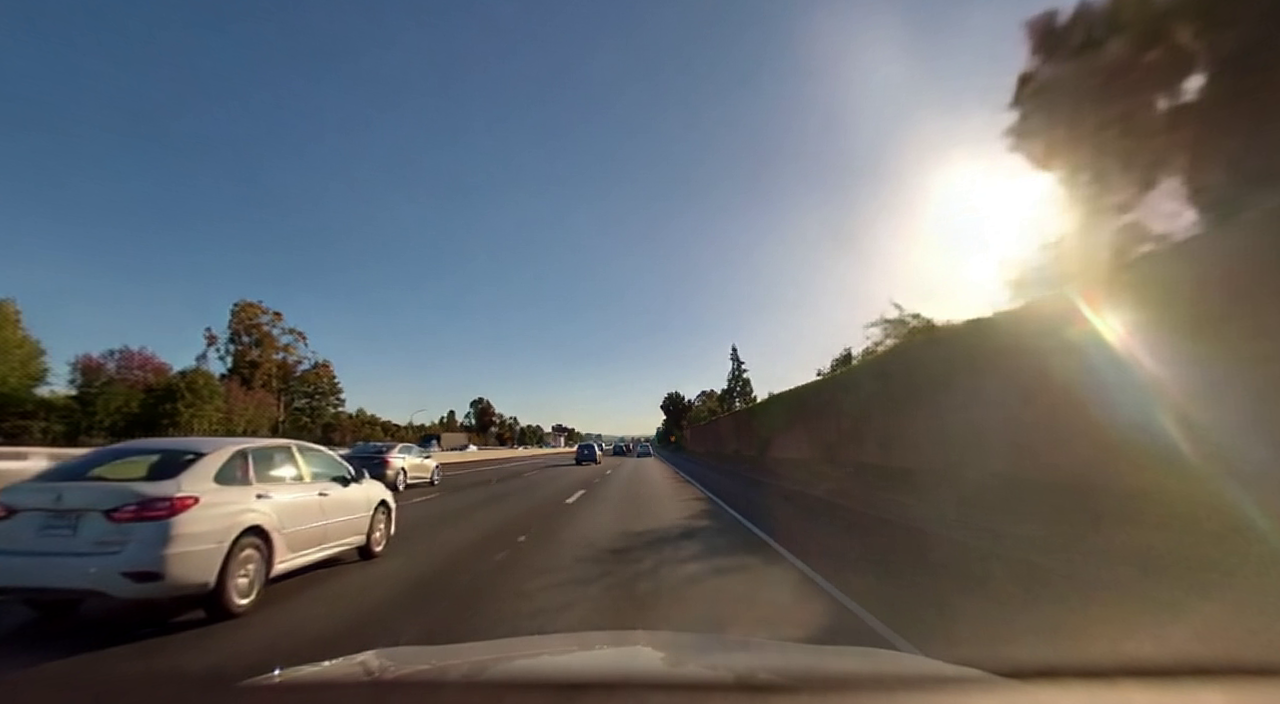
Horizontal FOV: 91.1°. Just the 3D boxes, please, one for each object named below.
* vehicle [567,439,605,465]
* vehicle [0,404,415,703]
[{"bbox_3d":[-3.608,6.722,42.568,2.036,1.636,4.511,0,-8,1],"label":"vehicle"},{"bbox_3d":[-3.778,1.322,5.264,1.945,1.484,4.803,0,-8,1],"label":"vehicle"}]
